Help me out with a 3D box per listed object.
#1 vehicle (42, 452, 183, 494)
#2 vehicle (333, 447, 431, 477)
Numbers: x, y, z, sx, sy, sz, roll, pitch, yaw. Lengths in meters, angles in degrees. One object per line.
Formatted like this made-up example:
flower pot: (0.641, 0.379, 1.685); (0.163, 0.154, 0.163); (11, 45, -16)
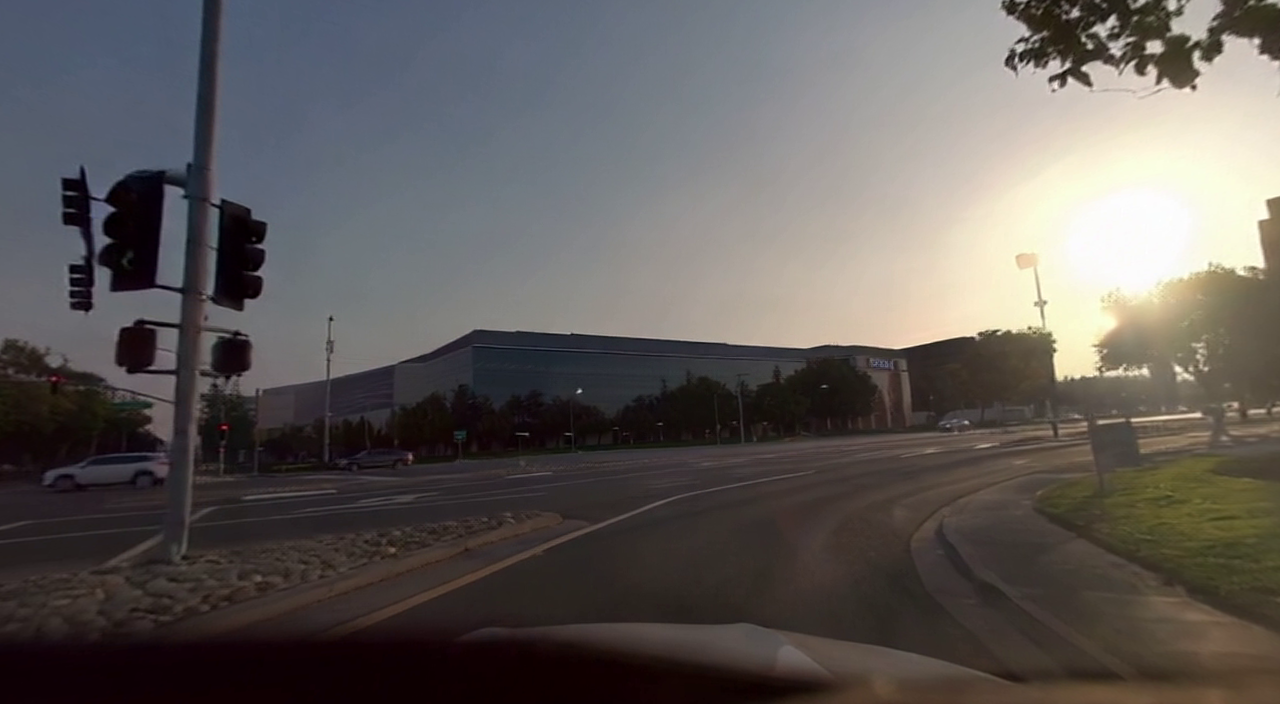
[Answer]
vehicle: (-24.800, 5.630, 29.732); (4.782, 1.776, 2.118); (8, -12, -44)
vehicle: (-13.901, 5.905, 34.085); (1.811, 1.444, 4.527); (-9, -12, 44)
